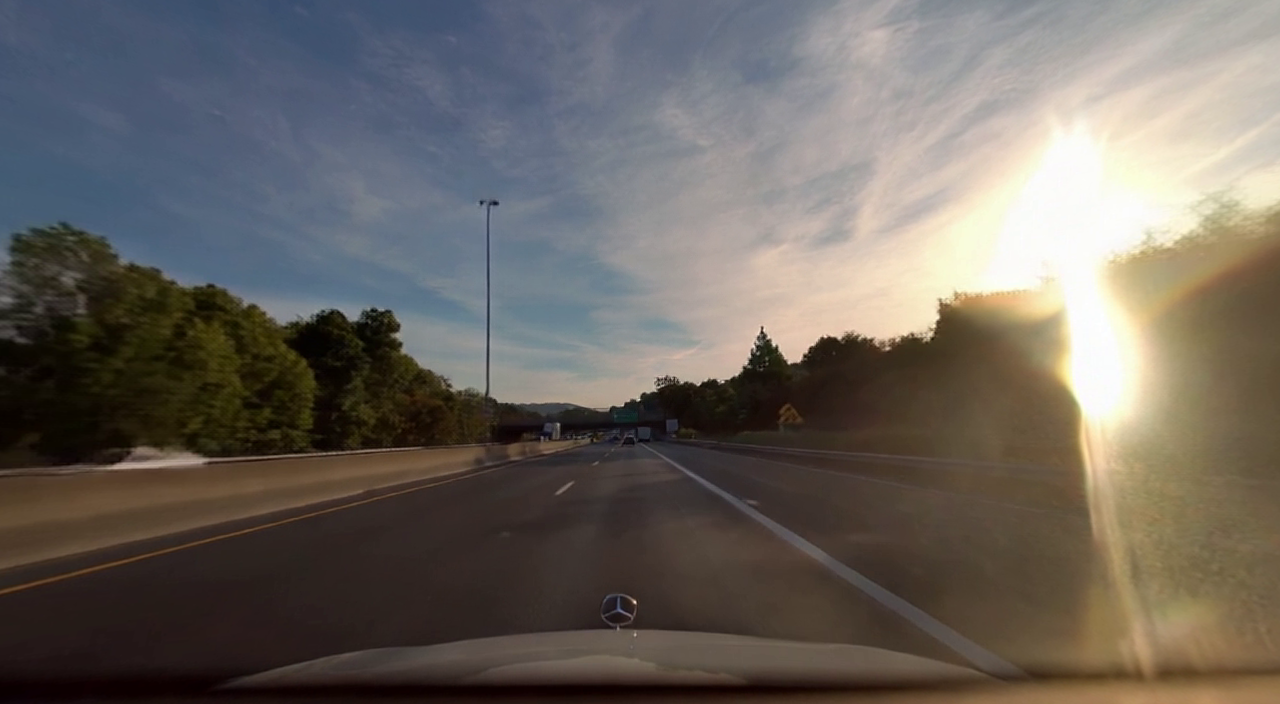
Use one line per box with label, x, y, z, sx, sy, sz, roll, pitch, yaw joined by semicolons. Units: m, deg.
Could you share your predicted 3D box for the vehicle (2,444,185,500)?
vehicle;-16.463;3.595;19.338;1.919;1.451;4.196;0;-8;-2
